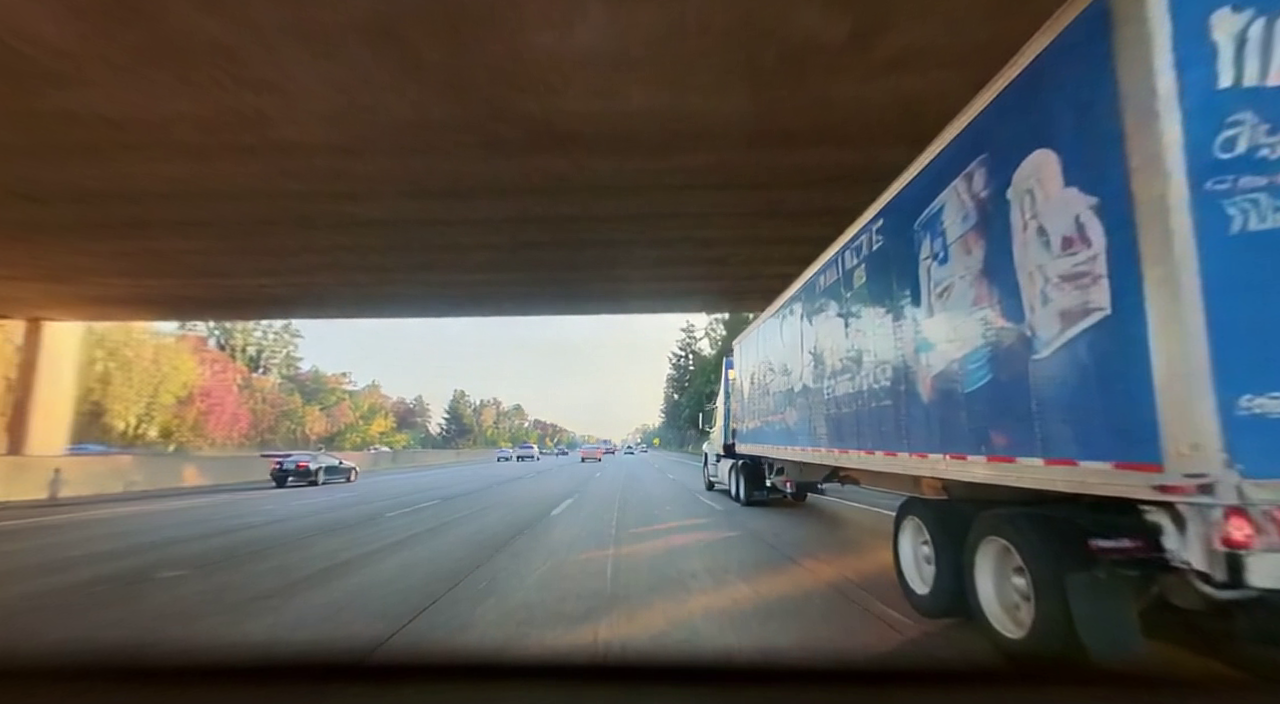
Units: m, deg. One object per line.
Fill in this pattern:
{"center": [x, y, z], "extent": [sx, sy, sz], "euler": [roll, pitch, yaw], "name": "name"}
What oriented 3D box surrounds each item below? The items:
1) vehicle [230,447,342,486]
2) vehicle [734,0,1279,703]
{"center": [-14.706, 4.741, 26.609], "extent": [1.982, 1.471, 4.747], "euler": [0, -9, 0], "name": "vehicle"}
{"center": [4.217, 0.628, 9.060], "extent": [3.140, 4.100, 15.551], "euler": [0, -9, -1], "name": "vehicle"}
